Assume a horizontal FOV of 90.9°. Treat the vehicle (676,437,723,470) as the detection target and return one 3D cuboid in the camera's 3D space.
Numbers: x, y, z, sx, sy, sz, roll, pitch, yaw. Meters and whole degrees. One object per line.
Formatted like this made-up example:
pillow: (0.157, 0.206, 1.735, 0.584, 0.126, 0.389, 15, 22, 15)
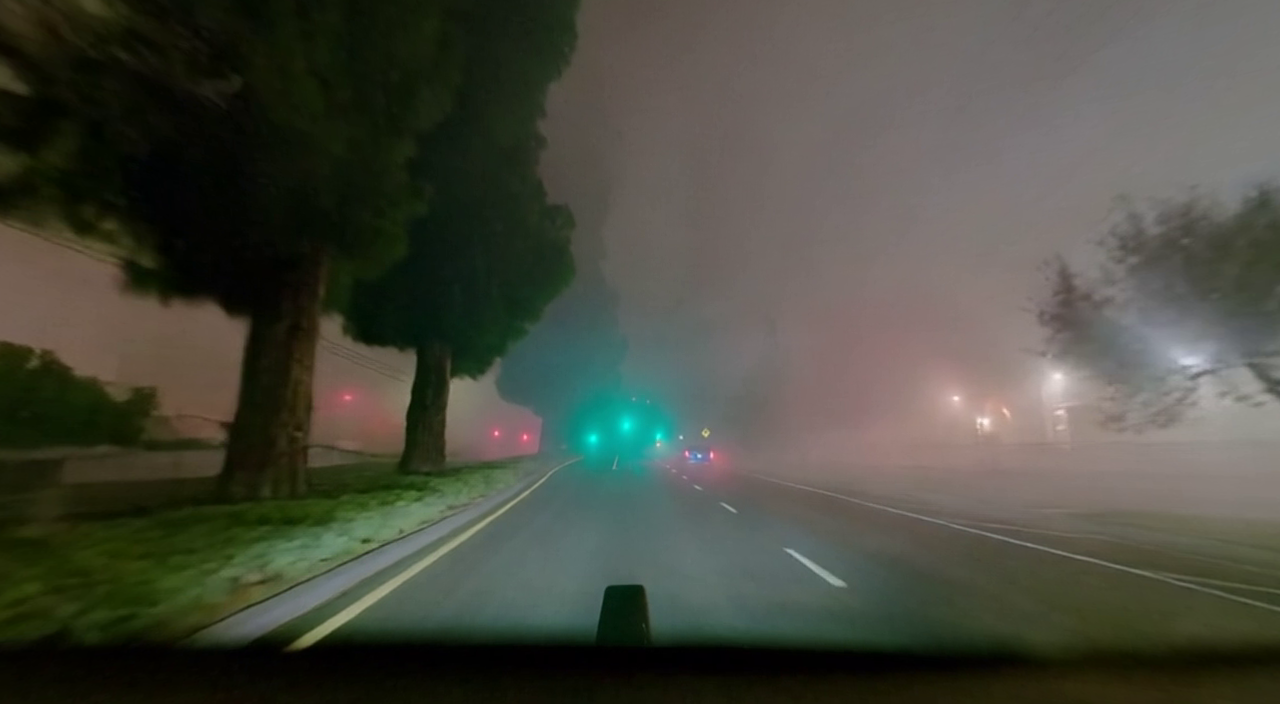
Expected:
vehicle: (3.476, 5.994, 37.515, 2.240, 1.781, 4.433, 0, -8, -1)
